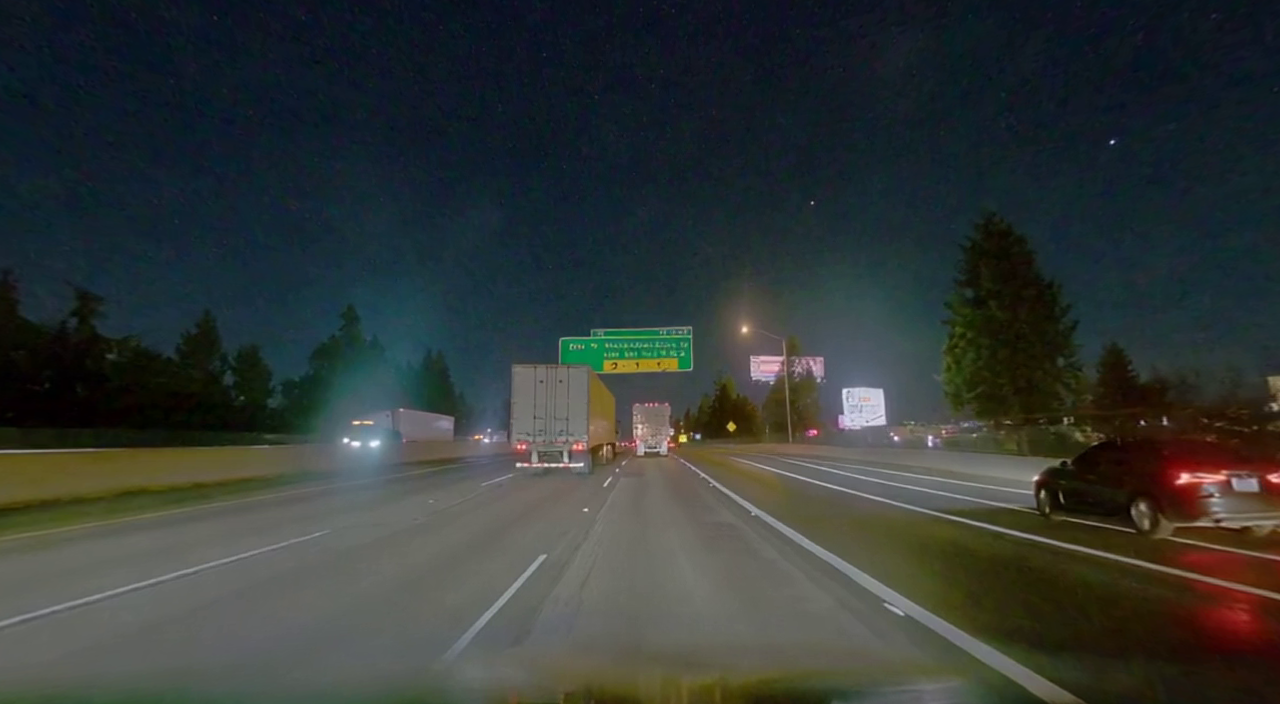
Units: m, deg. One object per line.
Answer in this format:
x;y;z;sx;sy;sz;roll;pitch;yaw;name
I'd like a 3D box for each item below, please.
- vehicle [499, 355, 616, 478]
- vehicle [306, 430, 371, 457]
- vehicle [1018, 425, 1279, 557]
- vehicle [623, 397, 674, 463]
-2.846;2.860;25.967;2.962;3.947;11.574;0;-8;1;vehicle
-21.687;6.594;45.635;2.282;1.861;4.626;0;-8;2;vehicle
8.236;1.969;9.763;1.969;1.560;4.394;0;-8;-1;vehicle
0.601;5.449;43.458;3.054;3.944;11.230;0;-8;1;vehicle
